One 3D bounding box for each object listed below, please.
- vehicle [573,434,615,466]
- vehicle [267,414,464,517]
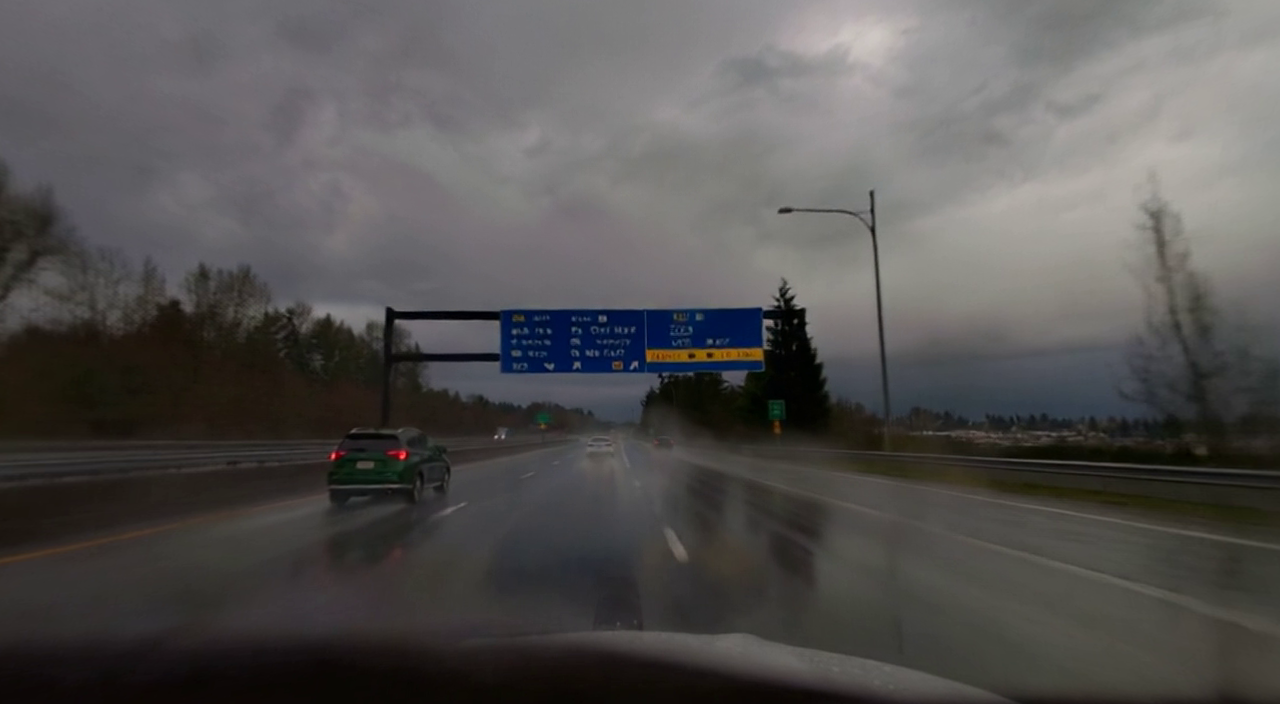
[{"bbox_3d":[-2.281,4.990,32.284,2.010,1.534,4.013,0,-8,-2],"label":"vehicle"},{"bbox_3d":[-5.211,2.200,12.787,2.111,1.689,4.505,0,-8,-2],"label":"vehicle"}]
